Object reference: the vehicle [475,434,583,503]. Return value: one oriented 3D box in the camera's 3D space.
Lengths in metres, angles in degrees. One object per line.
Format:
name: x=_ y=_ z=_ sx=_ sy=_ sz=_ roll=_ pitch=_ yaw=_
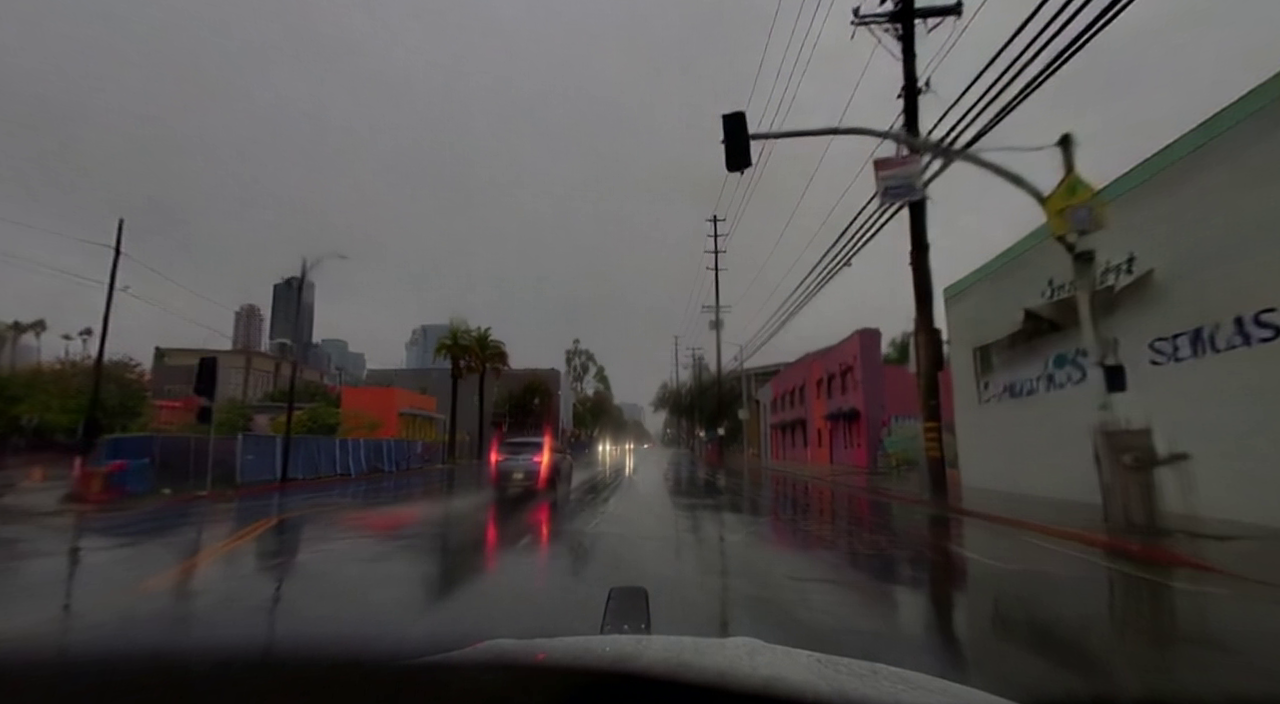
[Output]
vehicle: x=-2.839 y=3.114 z=17.235 sx=2.036 sy=1.589 sz=4.549 roll=-1 pitch=-9 yaw=1
